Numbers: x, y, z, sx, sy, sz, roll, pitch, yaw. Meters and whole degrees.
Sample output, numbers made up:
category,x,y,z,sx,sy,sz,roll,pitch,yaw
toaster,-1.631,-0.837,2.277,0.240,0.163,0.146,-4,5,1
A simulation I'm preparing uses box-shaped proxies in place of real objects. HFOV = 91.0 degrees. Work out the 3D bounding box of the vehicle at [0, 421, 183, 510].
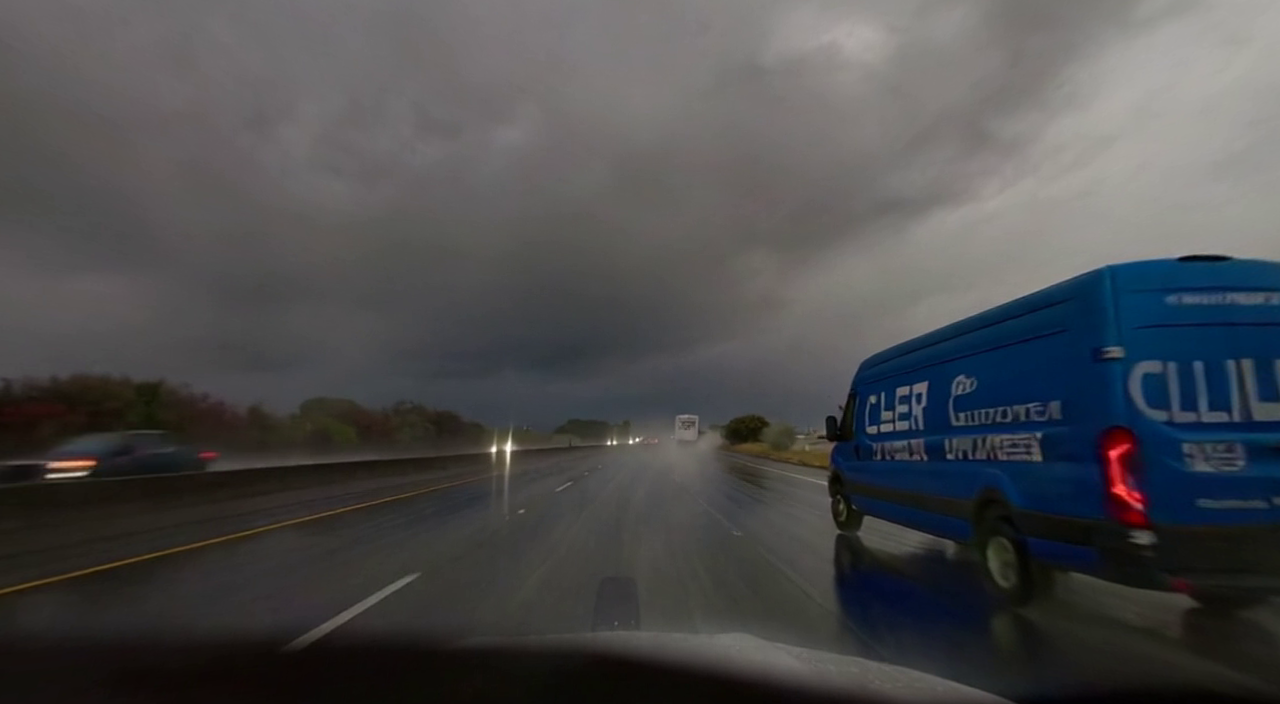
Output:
category,x,y,z,sx,sy,sz,roll,pitch,yaw
vehicle,-14.367,2.705,15.462,2.095,1.827,5.586,-1,-8,0

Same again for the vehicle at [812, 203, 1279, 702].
category,x,y,z,sx,sy,sz,roll,pitch,yaw
vehicle,3.770,0.838,6.040,2.485,2.562,5.535,0,-8,-2
